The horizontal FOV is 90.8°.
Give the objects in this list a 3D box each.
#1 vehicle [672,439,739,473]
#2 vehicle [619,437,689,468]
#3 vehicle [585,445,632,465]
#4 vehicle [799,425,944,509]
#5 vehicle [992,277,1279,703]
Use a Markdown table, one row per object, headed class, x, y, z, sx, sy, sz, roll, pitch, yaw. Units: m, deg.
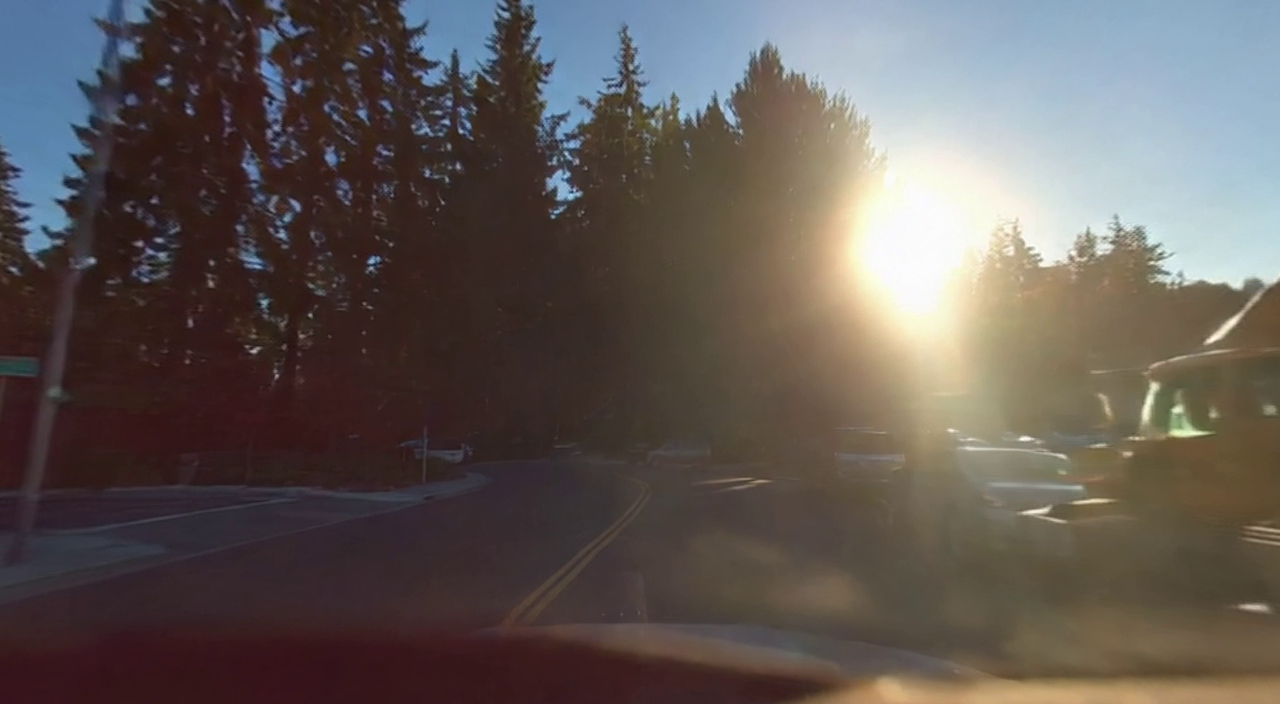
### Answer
| class | x | y | z | sx | sy | sz | roll | pitch | yaw |
| --- | --- | --- | --- | --- | --- | --- | --- | --- | --- |
| vehicle | 3.474 | 5.645 | 34.425 | 1.967 | 1.698 | 4.649 | 3 | -9 | -17 |
| vehicle | 0.781 | 6.664 | 42.172 | 2.511 | 1.904 | 6.143 | 3 | -9 | -21 |
| vehicle | -2.511 | 8.003 | 49.328 | 1.789 | 1.504 | 4.435 | 5 | -10 | -29 |
| vehicle | 5.528 | 2.802 | 15.807 | 1.922 | 1.785 | 4.513 | 0 | -9 | 0 |
| vehicle | 3.769 | 0.494 | 0.784 | 2.874 | 2.021 | 7.293 | 0 | -9 | 4 |
